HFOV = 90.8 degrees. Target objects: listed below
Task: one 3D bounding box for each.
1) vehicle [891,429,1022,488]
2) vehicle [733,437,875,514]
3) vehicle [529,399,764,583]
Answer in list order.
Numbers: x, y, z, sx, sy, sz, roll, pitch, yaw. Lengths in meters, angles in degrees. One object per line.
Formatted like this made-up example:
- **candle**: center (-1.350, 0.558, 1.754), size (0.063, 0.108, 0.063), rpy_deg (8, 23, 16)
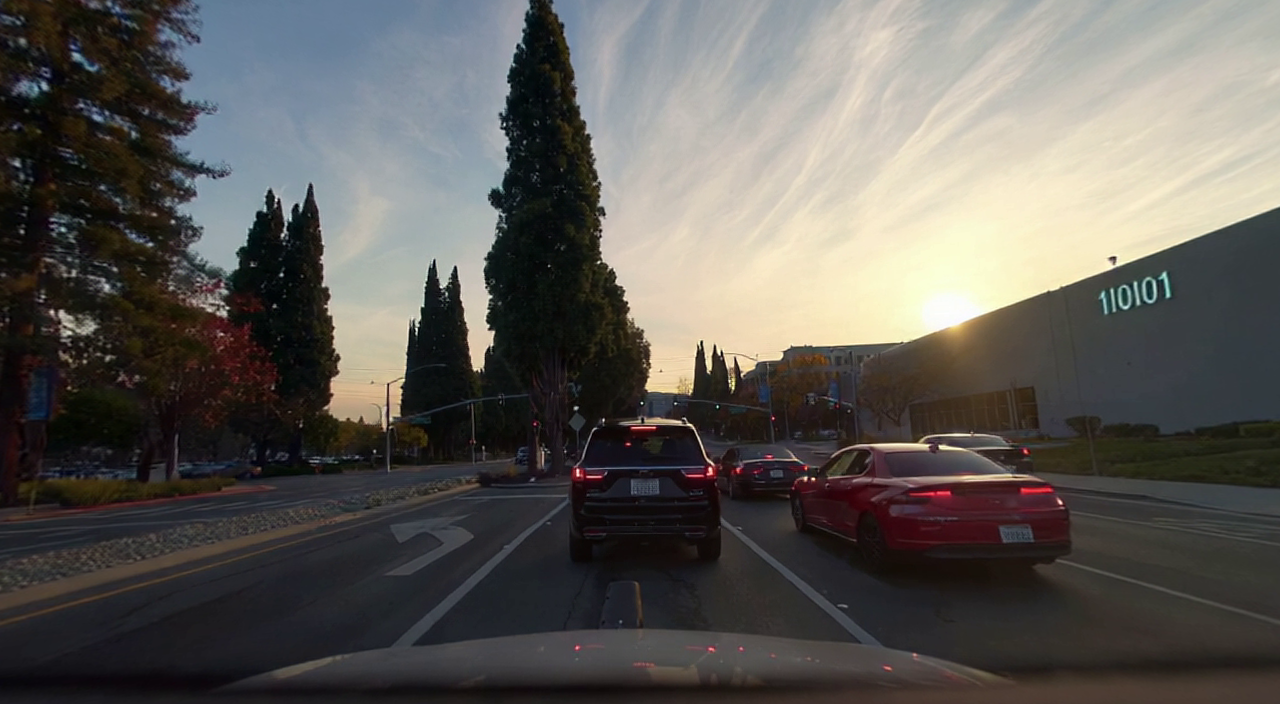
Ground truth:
- **vehicle**: center (10.854, 3.697, 22.133), size (2.123, 1.812, 4.553), rpy_deg (0, -9, -1)
- **vehicle**: center (3.492, 2.718, 14.418), size (1.997, 1.471, 4.321), rpy_deg (0, -9, -1)
- **vehicle**: center (0.058, 1.659, 8.261), size (2.266, 1.762, 4.131), rpy_deg (0, -9, 0)
